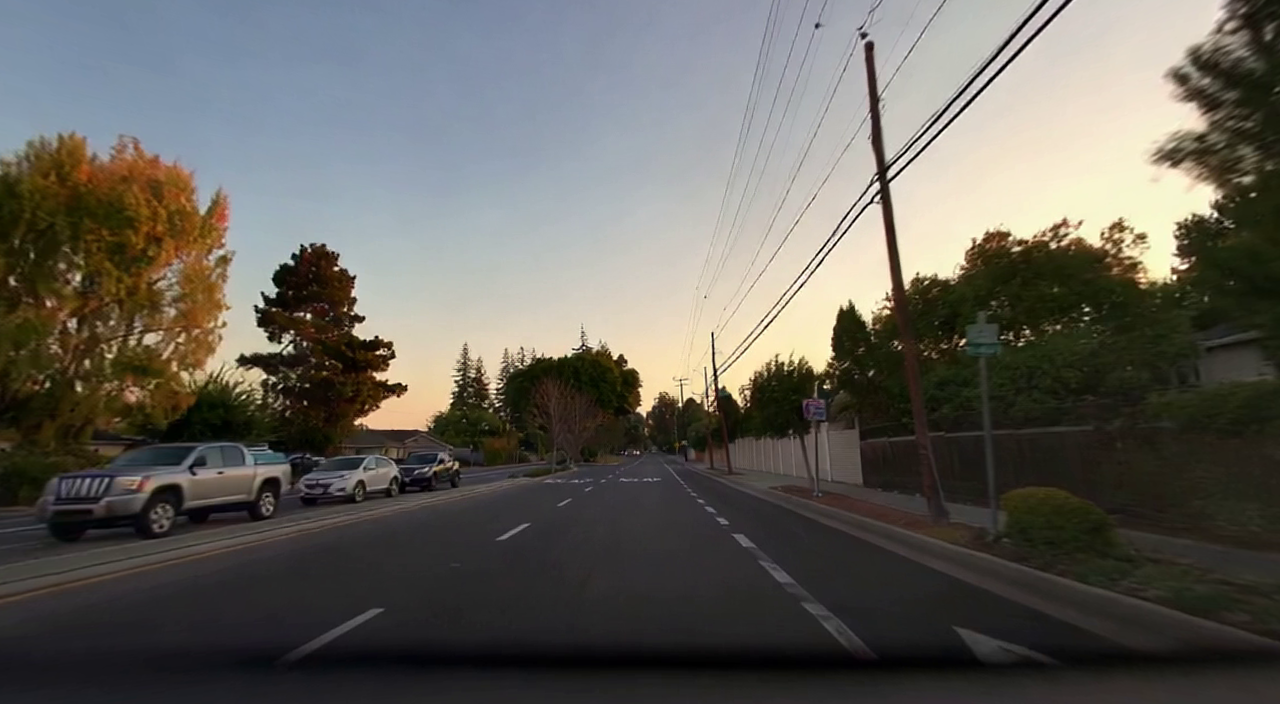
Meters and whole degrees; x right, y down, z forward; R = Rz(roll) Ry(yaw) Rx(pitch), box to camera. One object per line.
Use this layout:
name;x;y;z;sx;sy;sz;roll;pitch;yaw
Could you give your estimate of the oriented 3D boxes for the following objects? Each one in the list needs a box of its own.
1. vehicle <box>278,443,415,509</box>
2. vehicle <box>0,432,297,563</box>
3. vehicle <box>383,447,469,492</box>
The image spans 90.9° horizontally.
vehicle;-9.155;3.868;20.265;2.075;1.733;4.947;-3;-9;0
vehicle;-8.727;2.420;11.417;2.293;1.839;4.793;0;-8;0
vehicle;-9.166;5.029;27.466;2.084;1.741;4.737;-1;-9;0
